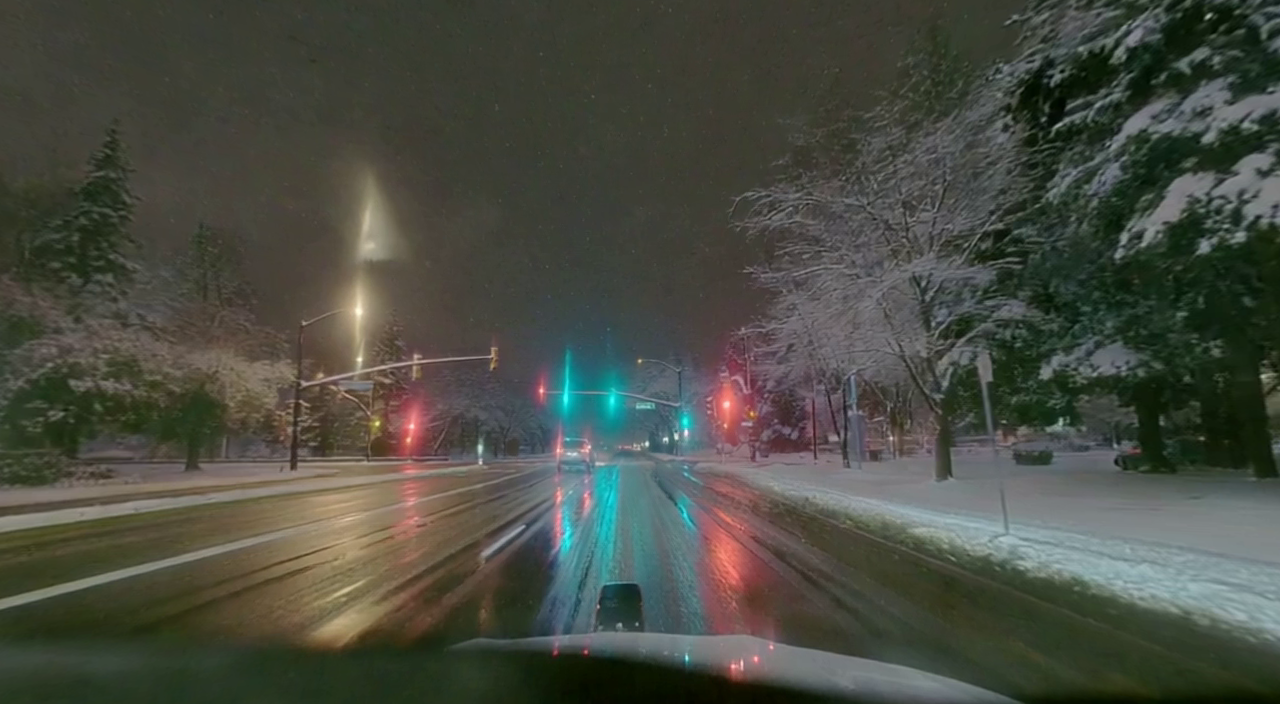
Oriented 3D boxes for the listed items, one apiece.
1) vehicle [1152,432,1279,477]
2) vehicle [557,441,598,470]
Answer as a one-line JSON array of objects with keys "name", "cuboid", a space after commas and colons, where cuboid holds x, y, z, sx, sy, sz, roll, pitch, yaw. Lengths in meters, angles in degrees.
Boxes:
[{"name": "vehicle", "cuboid": [26.661, 4.653, 28.694, 4.641, 1.714, 2.065, -7, -10, 18]}, {"name": "vehicle", "cuboid": [-3.695, 6.200, 38.074, 2.076, 1.599, 4.483, 0, -9, -1]}]
